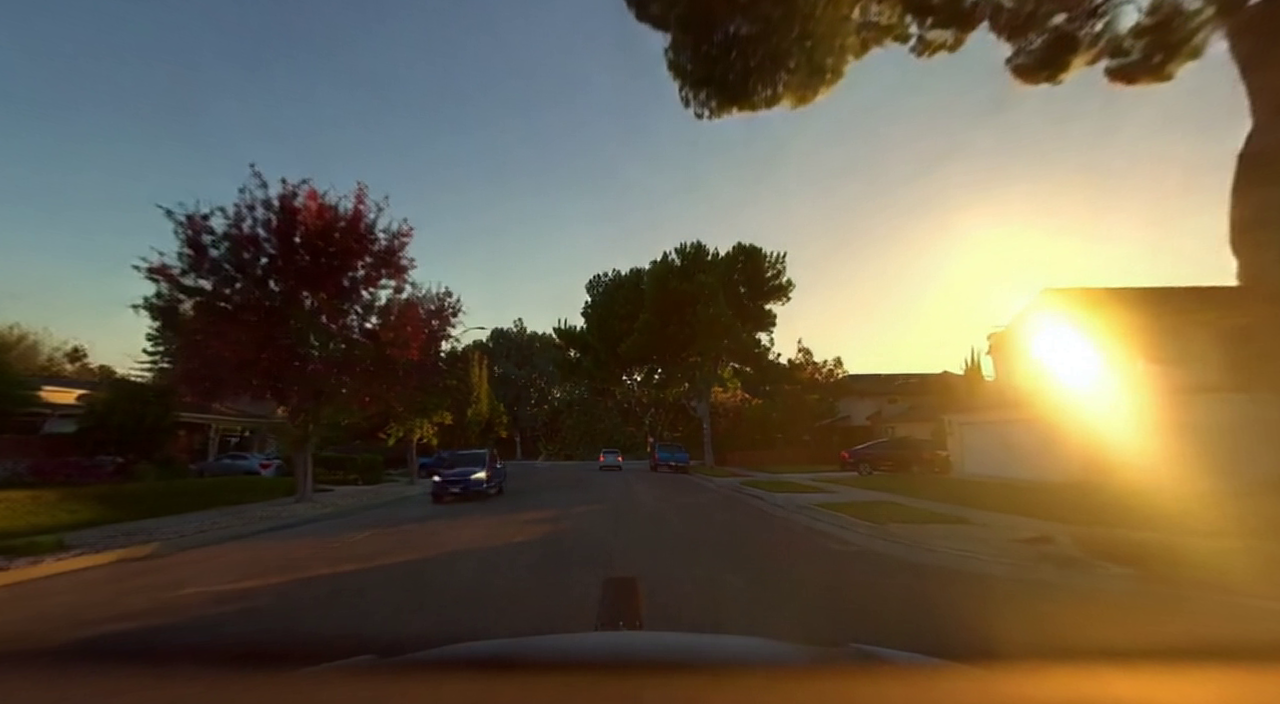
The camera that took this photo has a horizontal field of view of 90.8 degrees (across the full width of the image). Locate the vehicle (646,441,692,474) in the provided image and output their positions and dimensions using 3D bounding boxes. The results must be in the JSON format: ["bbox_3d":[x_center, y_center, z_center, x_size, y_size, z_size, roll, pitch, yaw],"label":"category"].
[{"bbox_3d":[1.722,6.590,39.793,2.394,1.901,5.759,0,-9,-2],"label":"vehicle"}]

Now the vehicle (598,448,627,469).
[{"bbox_3d":[-2.032,7.870,47.051,2.064,1.477,3.968,0,-9,-2],"label":"vehicle"}]

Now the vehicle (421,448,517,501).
[{"bbox_3d":[-5.440,3.917,20.675,1.926,1.513,4.236,0,-9,0],"label":"vehicle"}]
